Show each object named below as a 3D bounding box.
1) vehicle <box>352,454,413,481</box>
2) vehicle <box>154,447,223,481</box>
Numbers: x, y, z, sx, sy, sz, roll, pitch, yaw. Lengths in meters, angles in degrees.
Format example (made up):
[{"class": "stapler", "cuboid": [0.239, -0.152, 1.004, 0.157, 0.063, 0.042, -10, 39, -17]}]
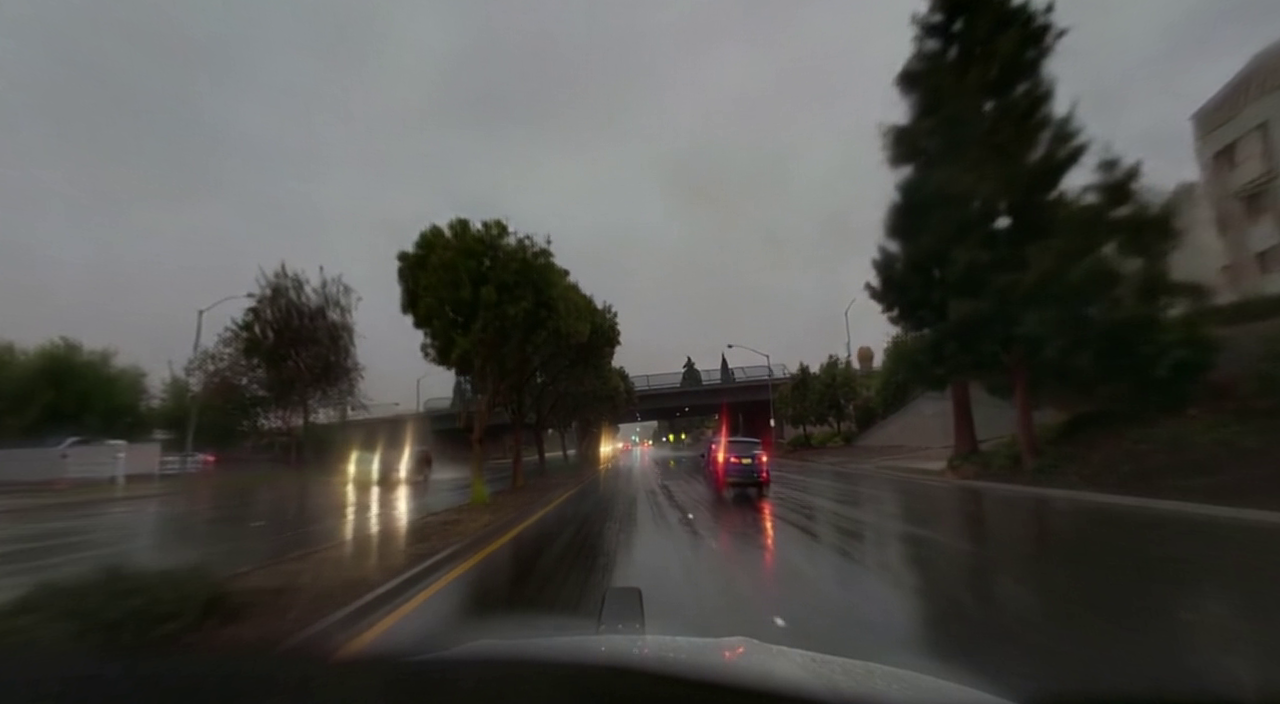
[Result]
[{"class": "vehicle", "cuboid": [-15.703, 7.062, 38.808, 1.912, 1.465, 4.479, 0, -9, 0]}, {"class": "vehicle", "cuboid": [-28.852, 7.119, 40.590, 2.199, 1.959, 5.771, 4, -9, -22]}]
